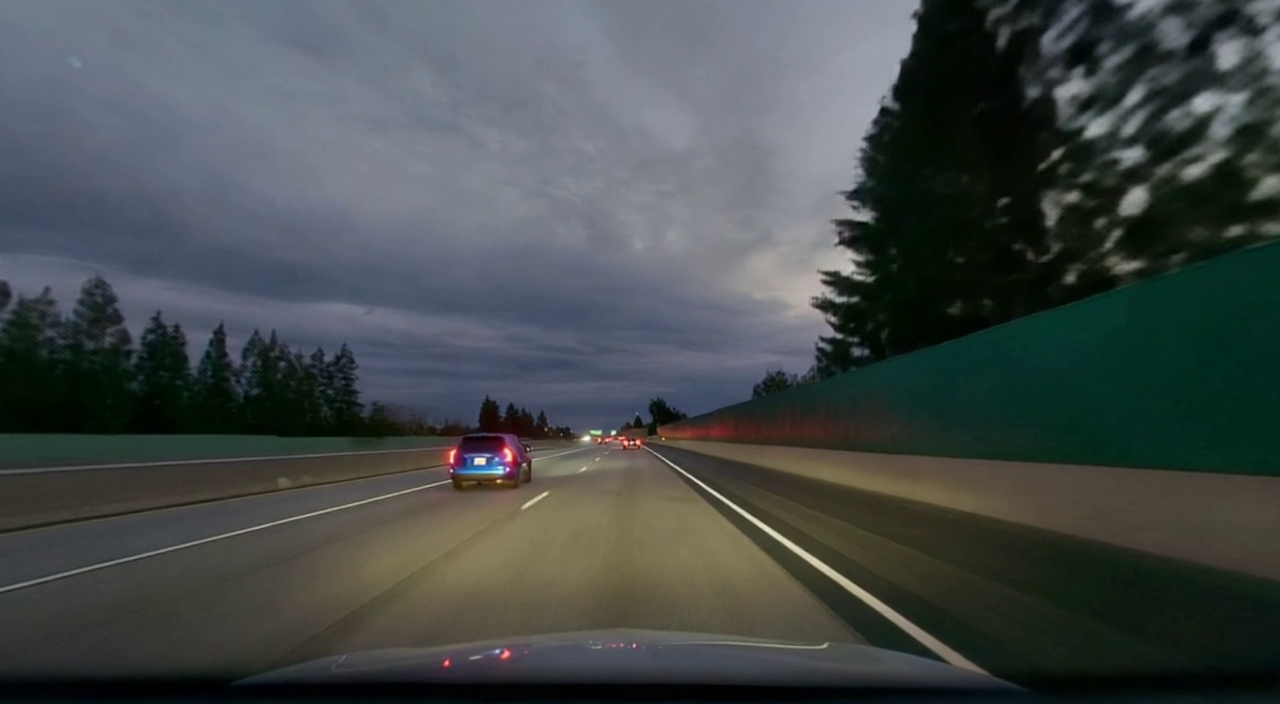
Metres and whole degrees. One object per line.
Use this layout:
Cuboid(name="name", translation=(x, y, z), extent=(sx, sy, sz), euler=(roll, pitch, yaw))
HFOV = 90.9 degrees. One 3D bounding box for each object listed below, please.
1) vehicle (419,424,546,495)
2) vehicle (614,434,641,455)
Cuboid(name="vehicle", translation=(-3.803, 2.670, 16.200), extent=(2.072, 1.545, 4.767), euler=(0, -8, 0))
Cuboid(name="vehicle", translation=(-0.910, 6.564, 44.877), extent=(1.836, 1.450, 3.519), euler=(0, -8, -1))
